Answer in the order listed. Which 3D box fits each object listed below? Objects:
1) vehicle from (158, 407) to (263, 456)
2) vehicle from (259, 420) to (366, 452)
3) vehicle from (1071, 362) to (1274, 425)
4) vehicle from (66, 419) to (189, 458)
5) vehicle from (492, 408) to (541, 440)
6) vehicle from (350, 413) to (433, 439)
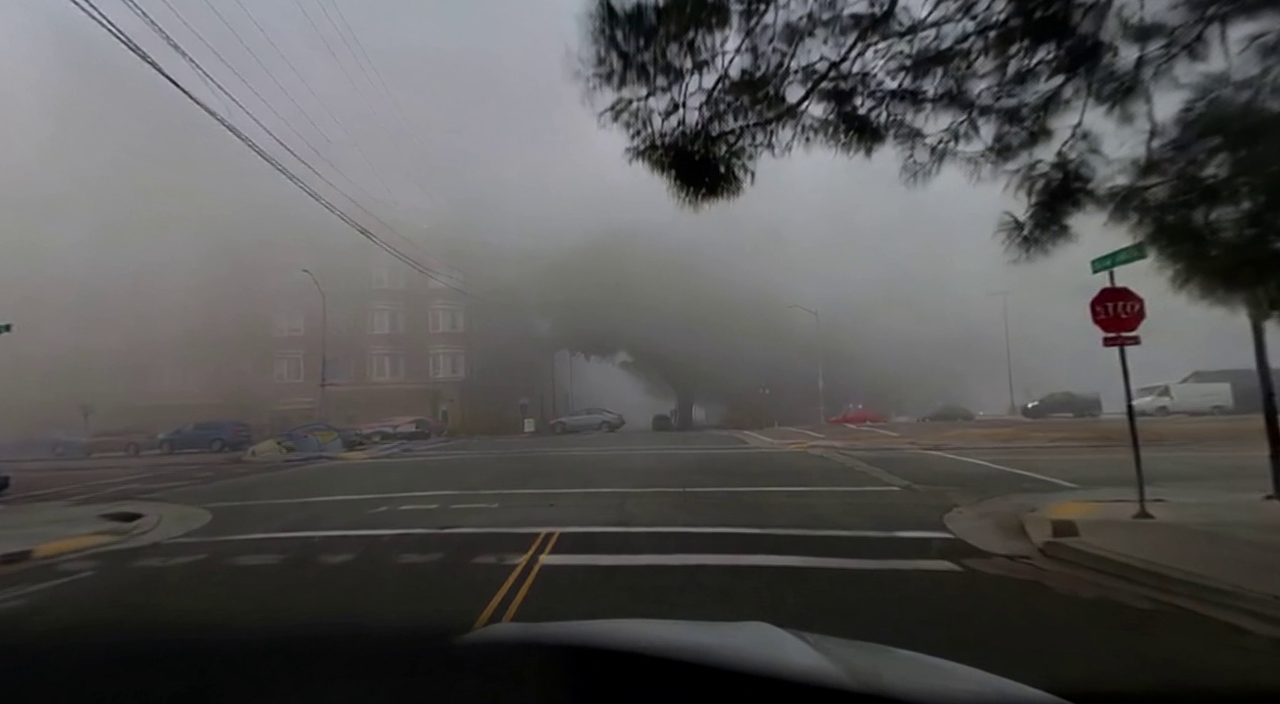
[{"bbox_3d":[-20.758,3.883,30.549,3.506,2.261,2.158,-1,-9,8],"label":"vehicle"},{"bbox_3d":[-15.514,3.999,29.951,4.233,1.432,1.755,-2,-9,8],"label":"vehicle"},{"bbox_3d":[34.655,2.765,41.237,10.986,3.604,2.707,-2,-7,-4],"label":"vehicle"},{"bbox_3d":[-25.246,4.290,31.110,4.696,1.801,1.948,-2,-9,10],"label":"vehicle"},{"bbox_3d":[-7.288,4.364,37.755,2.156,1.620,4.945,3,-9,-3],"label":"vehicle"},{"bbox_3d":[-16.234,4.906,41.373,2.010,1.583,4.582,-6,-11,36],"label":"vehicle"}]
